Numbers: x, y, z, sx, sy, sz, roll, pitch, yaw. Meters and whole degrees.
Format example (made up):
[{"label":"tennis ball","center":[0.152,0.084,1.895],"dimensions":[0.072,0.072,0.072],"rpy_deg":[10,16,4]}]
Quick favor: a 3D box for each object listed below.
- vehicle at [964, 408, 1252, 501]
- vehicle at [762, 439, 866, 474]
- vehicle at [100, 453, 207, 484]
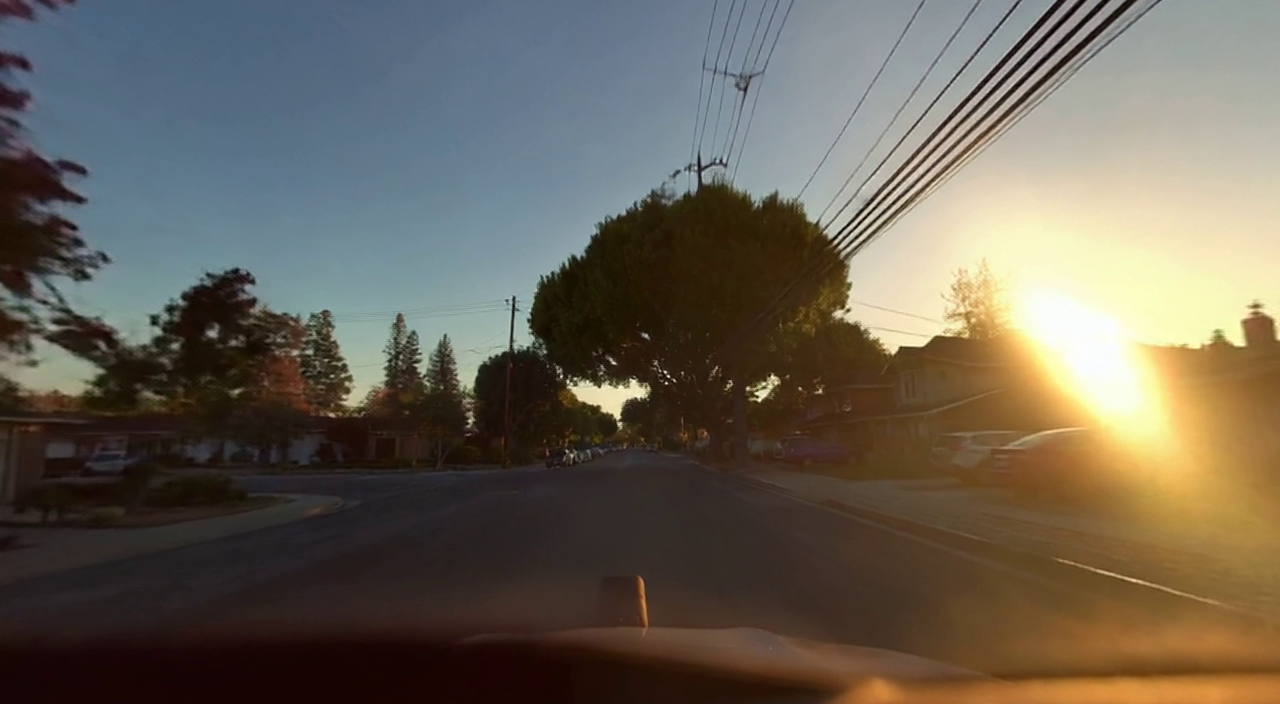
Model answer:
[{"label":"vehicle","center":[10.241,2.294,14.230],"dimensions":[4.686,1.786,2.019],"rpy_deg":[-3,-8,5]},{"label":"vehicle","center":[9.135,5.533,33.585],"dimensions":[4.846,1.577,2.146],"rpy_deg":[-2,-8,0]},{"label":"vehicle","center":[-27.028,6.464,35.204],"dimensions":[4.360,1.582,1.920],"rpy_deg":[0,-7,-2]}]
